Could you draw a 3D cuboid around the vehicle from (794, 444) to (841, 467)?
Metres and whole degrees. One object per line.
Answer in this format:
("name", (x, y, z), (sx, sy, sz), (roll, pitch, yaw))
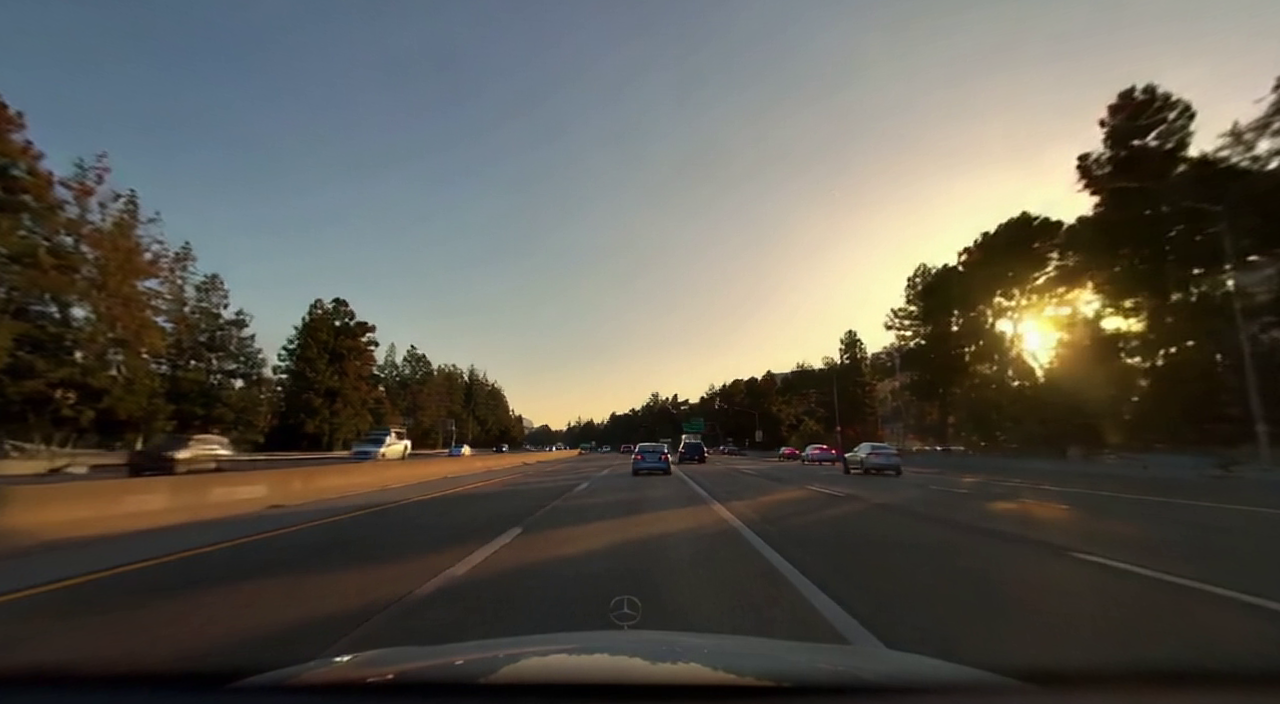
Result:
("vehicle", (11.917, 6.976, 42.608), (1.872, 1.459, 4.502), (0, -8, 1))

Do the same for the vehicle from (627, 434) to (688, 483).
("vehicle", (0.573, 4.137, 24.720), (2.105, 1.711, 4.293), (0, -8, -2))

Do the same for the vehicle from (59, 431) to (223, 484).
("vehicle", (-18.424, 3.920, 23.694), (2.118, 1.761, 4.873), (0, -8, 0))

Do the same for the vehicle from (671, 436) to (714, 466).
("vehicle", (3.683, 7.144, 45.555), (2.505, 2.020, 5.532), (0, -8, -1))

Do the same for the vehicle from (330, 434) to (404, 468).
("vehicle", (-18.206, 6.640, 42.478), (2.375, 2.048, 5.835), (0, -8, 0))

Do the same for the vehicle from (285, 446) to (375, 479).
("vehicle", (-14.045, 5.008, 28.917), (1.853, 1.369, 4.413), (0, -8, 1))
